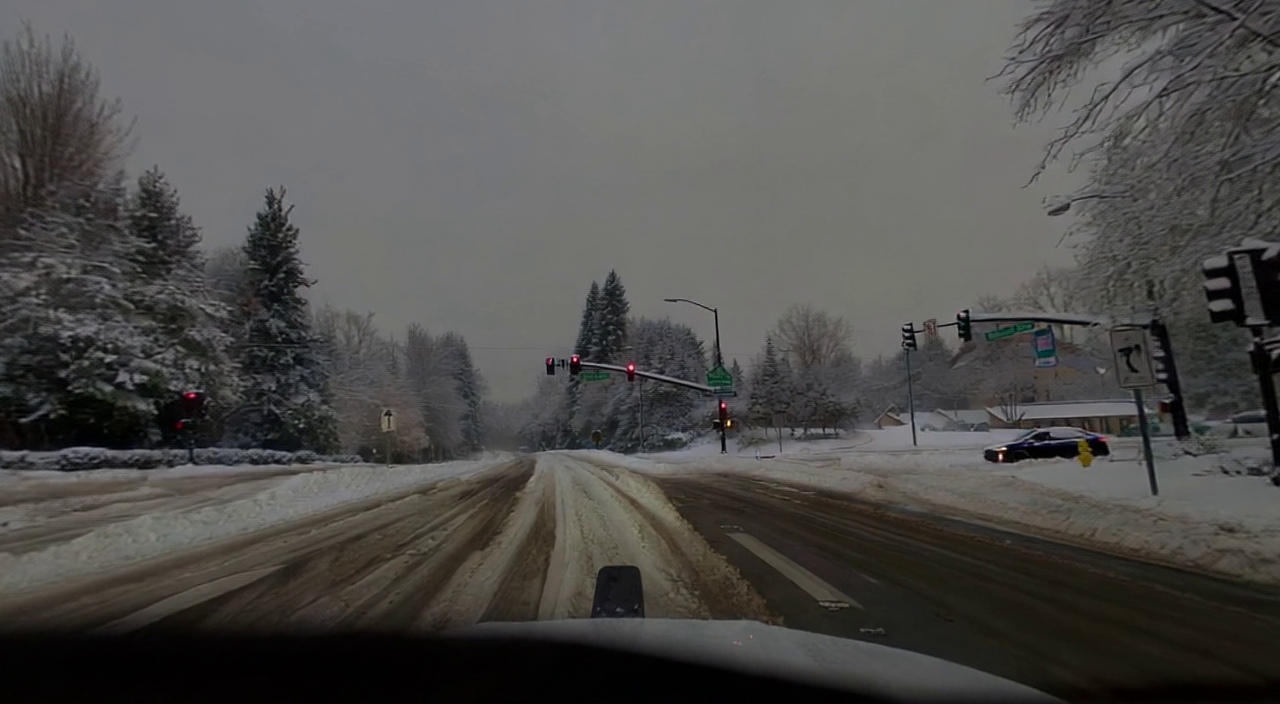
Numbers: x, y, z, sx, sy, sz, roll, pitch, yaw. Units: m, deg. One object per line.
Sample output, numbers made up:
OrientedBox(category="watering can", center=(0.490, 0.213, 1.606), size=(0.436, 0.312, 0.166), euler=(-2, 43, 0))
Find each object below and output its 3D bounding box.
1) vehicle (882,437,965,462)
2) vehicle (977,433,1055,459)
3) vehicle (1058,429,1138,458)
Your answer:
OrientedBox(category="vehicle", center=(18.694, 6.425, 41.621), size=(5.234, 1.549, 1.982), euler=(4, -9, -24))
OrientedBox(category="vehicle", center=(26.958, 6.733, 45.263), size=(5.032, 1.828, 2.183), euler=(4, -9, -24))
OrientedBox(category="vehicle", center=(36.104, 7.210, 49.747), size=(6.148, 2.119, 2.473), euler=(4, -10, -28))
